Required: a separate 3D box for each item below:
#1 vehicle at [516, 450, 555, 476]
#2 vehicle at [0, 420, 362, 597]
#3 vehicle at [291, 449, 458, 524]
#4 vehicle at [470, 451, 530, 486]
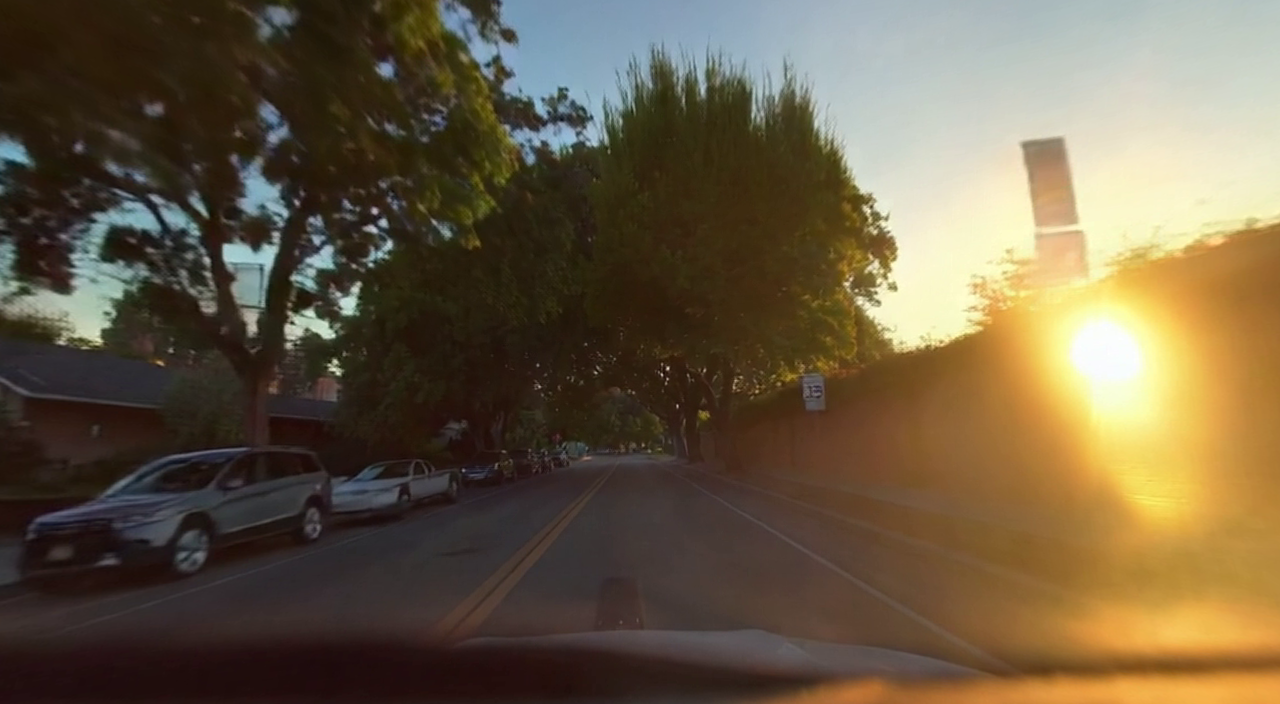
[{"bbox_3d":[-6.843,7.286,41.758,1.952,1.514,4.630,1,-8,-2],"label":"vehicle"},{"bbox_3d":[-6.274,2.012,9.254,1.976,1.805,5.123,1,-8,1],"label":"vehicle"},{"bbox_3d":[-6.320,3.210,15.837,1.925,1.488,4.983,1,-8,1],"label":"vehicle"},{"bbox_3d":[-6.539,5.461,29.999,1.906,1.460,4.391,1,-8,-1],"label":"vehicle"}]
